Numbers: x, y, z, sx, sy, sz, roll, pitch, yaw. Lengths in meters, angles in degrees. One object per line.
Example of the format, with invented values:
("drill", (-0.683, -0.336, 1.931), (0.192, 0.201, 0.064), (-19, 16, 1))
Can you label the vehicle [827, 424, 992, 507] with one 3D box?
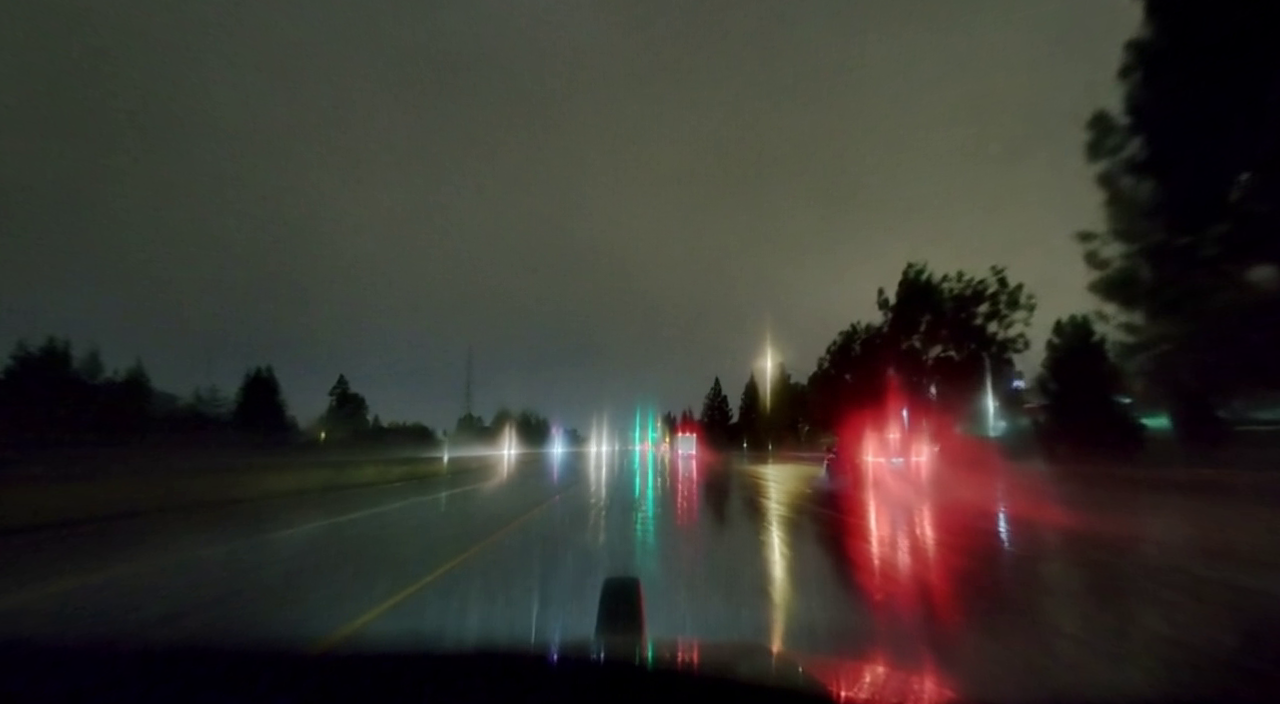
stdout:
("vehicle", (6.498, 2.800, 15.920), (2.096, 1.767, 4.601), (0, -9, 0))
